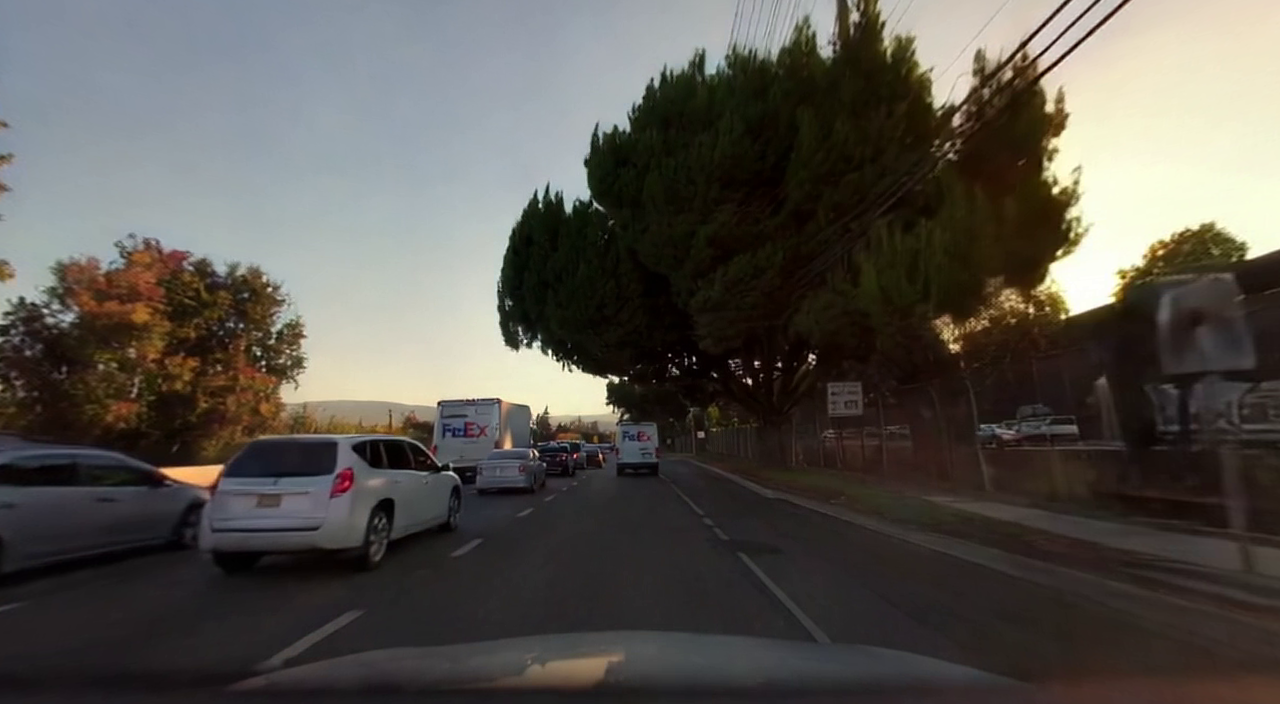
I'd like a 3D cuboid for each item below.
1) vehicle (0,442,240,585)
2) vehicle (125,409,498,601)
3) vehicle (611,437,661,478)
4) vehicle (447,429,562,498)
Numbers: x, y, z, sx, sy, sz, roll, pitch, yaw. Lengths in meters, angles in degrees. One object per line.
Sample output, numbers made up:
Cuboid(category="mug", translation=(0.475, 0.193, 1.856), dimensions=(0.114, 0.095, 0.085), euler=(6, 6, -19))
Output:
Cuboid(category="vehicle", translation=(-7.676, 1.894, 7.964), dimensions=(1.909, 1.473, 5.050), euler=(0, -8, 0))
Cuboid(category="vehicle", translation=(-3.453, 1.707, 8.067), dimensions=(2.057, 1.673, 4.934), euler=(0, -8, 1))
Cuboid(category="vehicle", translation=(-0.207, 4.706, 28.275), dimensions=(2.055, 1.671, 4.147), euler=(0, -8, -1))
Cuboid(category="vehicle", translation=(-3.896, 3.317, 19.141), dimensions=(2.263, 1.803, 4.868), euler=(0, -8, 2))
